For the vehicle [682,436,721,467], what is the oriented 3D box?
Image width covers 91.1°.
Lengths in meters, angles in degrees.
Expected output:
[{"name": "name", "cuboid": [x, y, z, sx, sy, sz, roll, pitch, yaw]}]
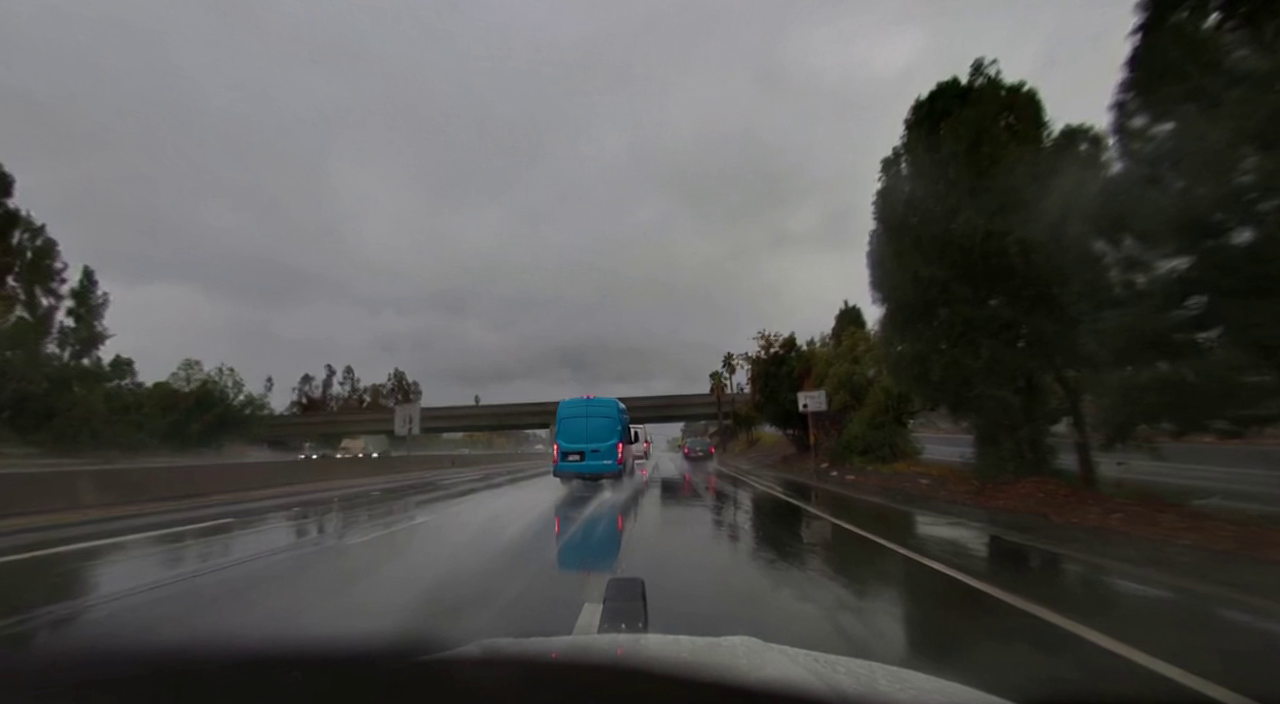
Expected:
[{"name": "vehicle", "cuboid": [3.479, 5.758, 36.394, 1.987, 1.648, 3.984, 0, -8, 2]}]

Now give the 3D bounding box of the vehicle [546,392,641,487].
[{"name": "vehicle", "cuboid": [-1.355, 2.967, 21.185, 2.476, 2.776, 5.598, -1, -8, 3]}]

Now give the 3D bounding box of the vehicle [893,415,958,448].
[{"name": "vehicle", "cuboid": [20.376, 5.784, 45.174, 2.445, 2.240, 5.659, -1, -8, 5]}]
